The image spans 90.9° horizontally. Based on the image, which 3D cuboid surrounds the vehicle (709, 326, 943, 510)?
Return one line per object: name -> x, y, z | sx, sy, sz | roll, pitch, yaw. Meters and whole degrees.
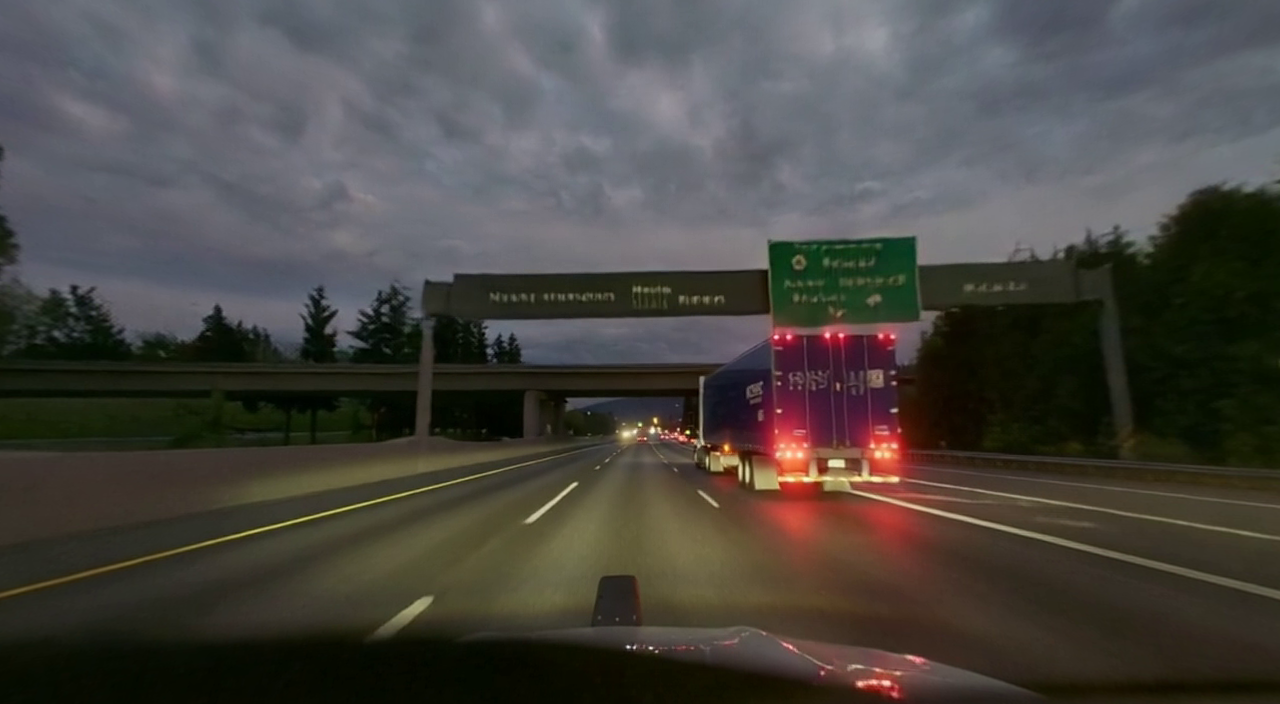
vehicle -> 4.004, 1.942, 17.126 | 2.849, 3.391, 11.018 | 0, -8, -1
